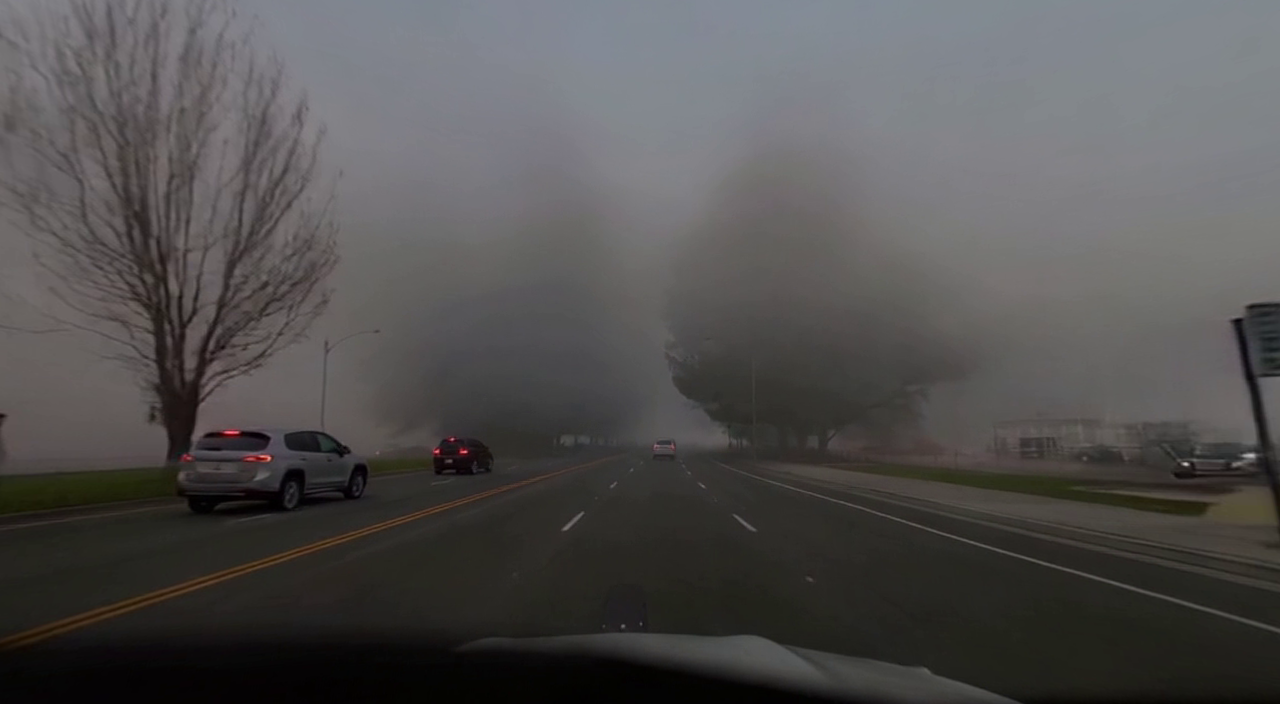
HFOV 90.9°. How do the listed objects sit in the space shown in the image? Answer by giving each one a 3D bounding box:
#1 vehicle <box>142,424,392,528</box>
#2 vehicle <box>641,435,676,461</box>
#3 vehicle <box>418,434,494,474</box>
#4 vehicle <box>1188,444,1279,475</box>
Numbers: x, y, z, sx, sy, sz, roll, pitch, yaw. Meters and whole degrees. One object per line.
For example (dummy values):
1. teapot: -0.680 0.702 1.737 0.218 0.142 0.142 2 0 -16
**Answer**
1. vehicle: -7.184 2.418 12.910 2.181 1.728 4.515 -1 -8 3
2. vehicle: 1.424 7.096 46.475 2.345 1.803 4.261 -1 -8 4
3. vehicle: -8.843 4.961 30.805 2.097 1.782 4.682 -1 -8 3
4. vehicle: 31.872 5.564 32.997 1.966 1.494 4.685 0 -8 -4
